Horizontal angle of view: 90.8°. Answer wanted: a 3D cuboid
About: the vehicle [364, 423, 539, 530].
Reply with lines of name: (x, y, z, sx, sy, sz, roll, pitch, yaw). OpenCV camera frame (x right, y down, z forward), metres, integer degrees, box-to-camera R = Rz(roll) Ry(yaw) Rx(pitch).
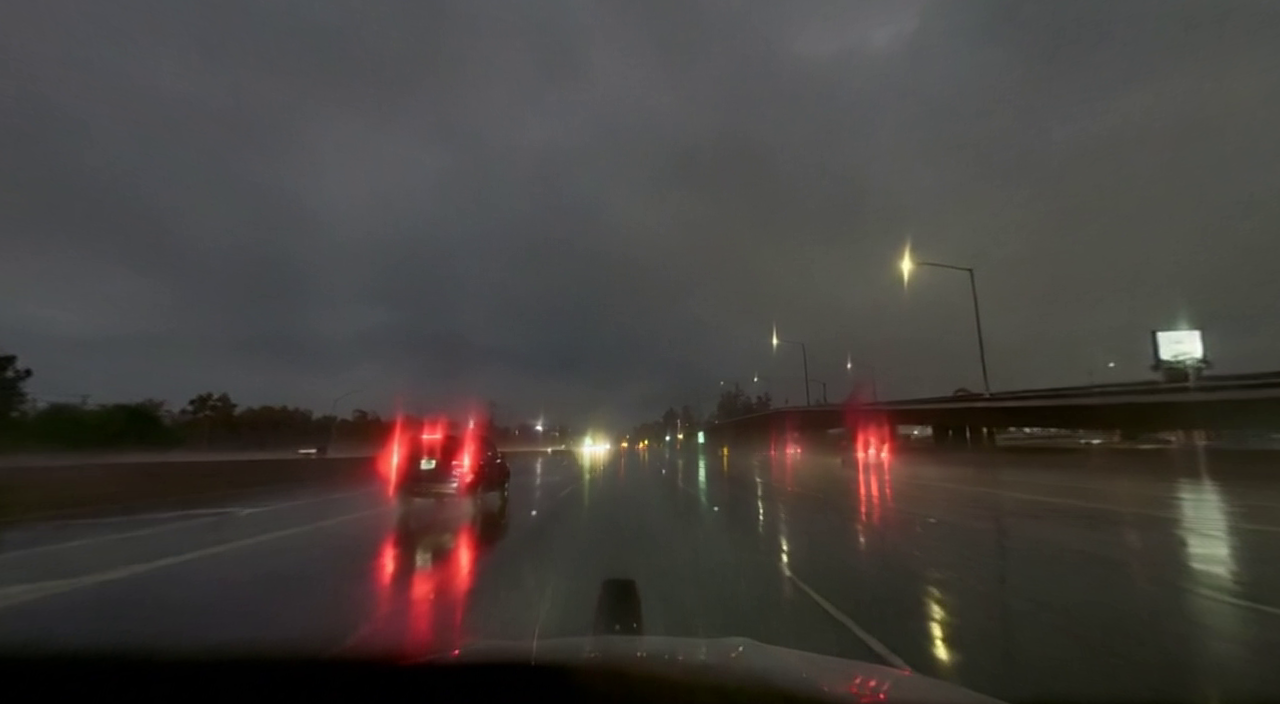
vehicle: (-3.400, 2.339, 12.451, 2.178, 1.699, 4.321, 0, -8, -1)
